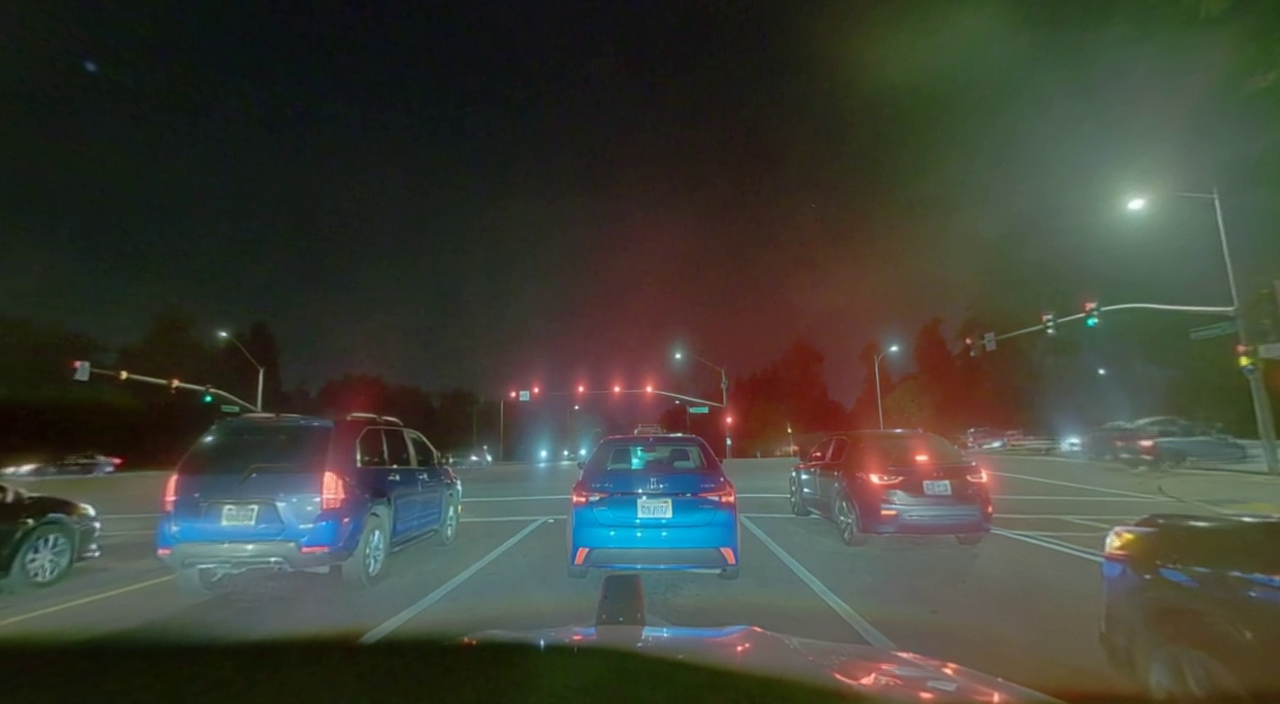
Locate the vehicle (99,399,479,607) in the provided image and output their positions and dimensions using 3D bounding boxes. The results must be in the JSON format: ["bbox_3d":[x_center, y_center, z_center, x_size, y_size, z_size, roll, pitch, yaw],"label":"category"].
[{"bbox_3d":[-3.418,1.553,7.353,1.958,1.693,4.242,0,-9,0],"label":"vehicle"}]

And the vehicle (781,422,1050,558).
[{"bbox_3d":[3.542,1.854,9.231,1.874,1.487,4.404,0,-9,-1],"label":"vehicle"}]

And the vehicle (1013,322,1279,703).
[{"bbox_3d":[3.267,0.642,1.428,2.178,1.691,4.314,0,-9,0],"label":"vehicle"}]

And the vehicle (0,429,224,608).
[{"bbox_3d":[-6.344,1.498,5.923,1.857,1.499,4.335,0,-9,1],"label":"vehicle"}]

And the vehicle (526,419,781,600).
[{"bbox_3d":[0.056,1.619,7.360,2.114,1.482,4.056,0,-9,-2],"label":"vehicle"}]

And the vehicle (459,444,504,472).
[{"bbox_3d":[-10.905,7.179,43.164,2.447,1.755,5.141,3,-9,-20],"label":"vehicle"}]
